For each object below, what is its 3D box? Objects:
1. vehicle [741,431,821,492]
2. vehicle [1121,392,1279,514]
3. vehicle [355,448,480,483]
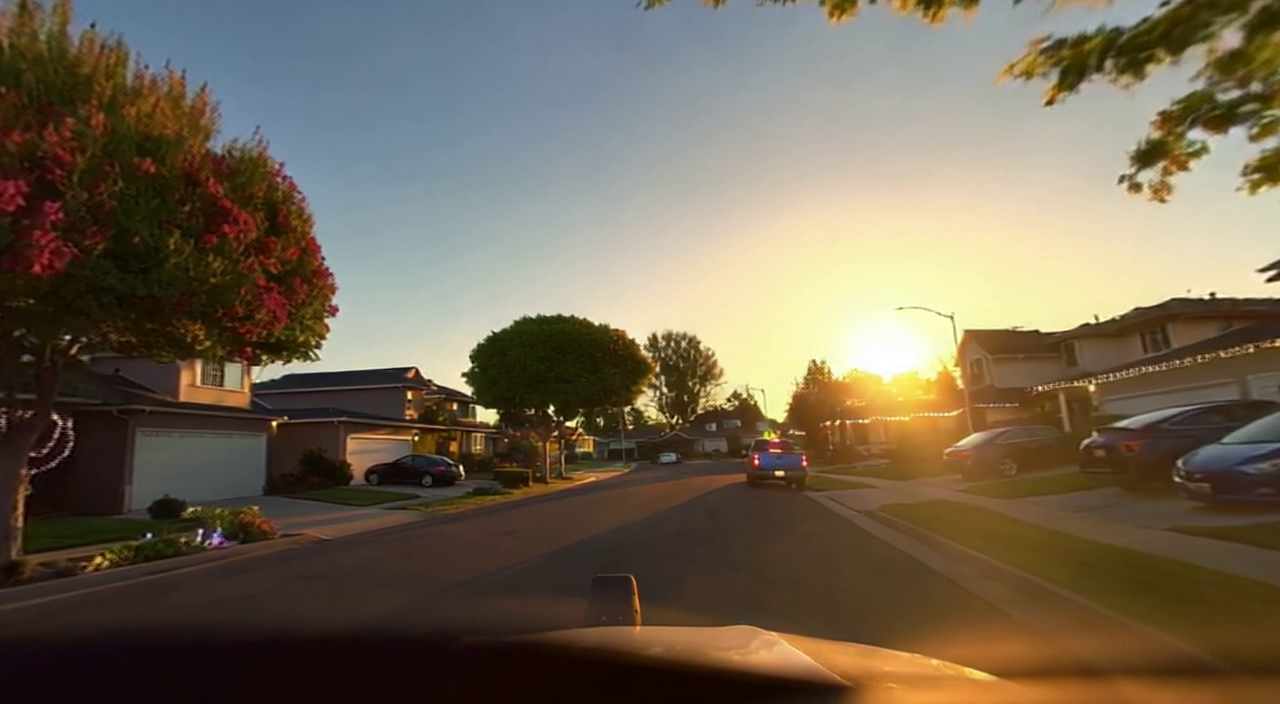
[{"bbox_3d":[5.266,4.059,23.873,2.552,2.024,5.414,-2,-8,11],"label":"vehicle"},{"bbox_3d":[10.264,1.275,9.268,4.554,1.515,1.858,-9,-10,11],"label":"vehicle"},{"bbox_3d":[-9.845,5.028,28.144,4.916,1.485,1.807,-1,-8,6],"label":"vehicle"}]
